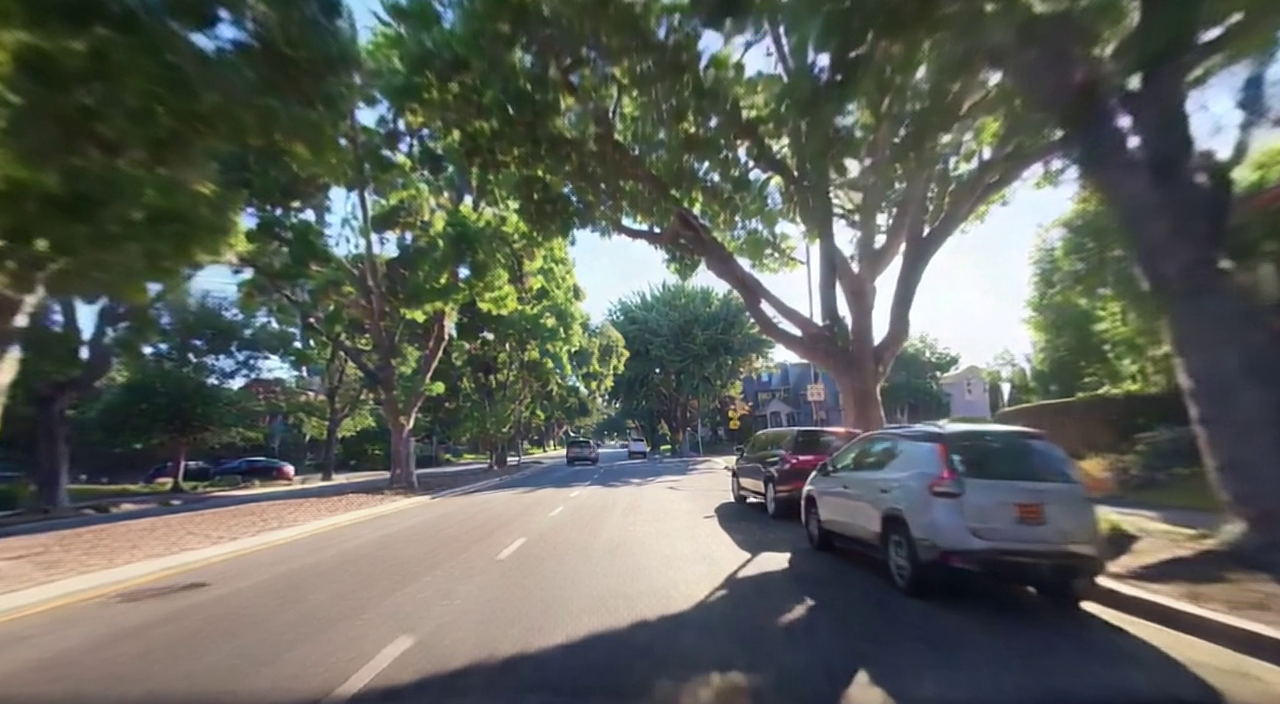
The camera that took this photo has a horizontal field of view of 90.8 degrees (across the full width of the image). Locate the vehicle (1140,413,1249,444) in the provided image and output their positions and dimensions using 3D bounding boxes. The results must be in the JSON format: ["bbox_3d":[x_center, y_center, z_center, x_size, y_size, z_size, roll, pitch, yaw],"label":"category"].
[{"bbox_3d":[36.051,5.037,41.177,4.859,1.827,2.198,-1,-10,3],"label":"vehicle"}]

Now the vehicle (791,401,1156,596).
[{"bbox_3d":[3.576,1.661,8.027,2.113,1.760,4.432,0,-9,-1],"label":"vehicle"}]

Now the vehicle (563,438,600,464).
[{"bbox_3d":[-4.000,6.865,44.024,2.129,1.668,4.722,0,-8,0],"label":"vehicle"}]

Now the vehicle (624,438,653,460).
[{"bbox_3d":[-0.121,7.402,48.273,2.142,1.548,4.273,0,-9,0],"label":"vehicle"}]
